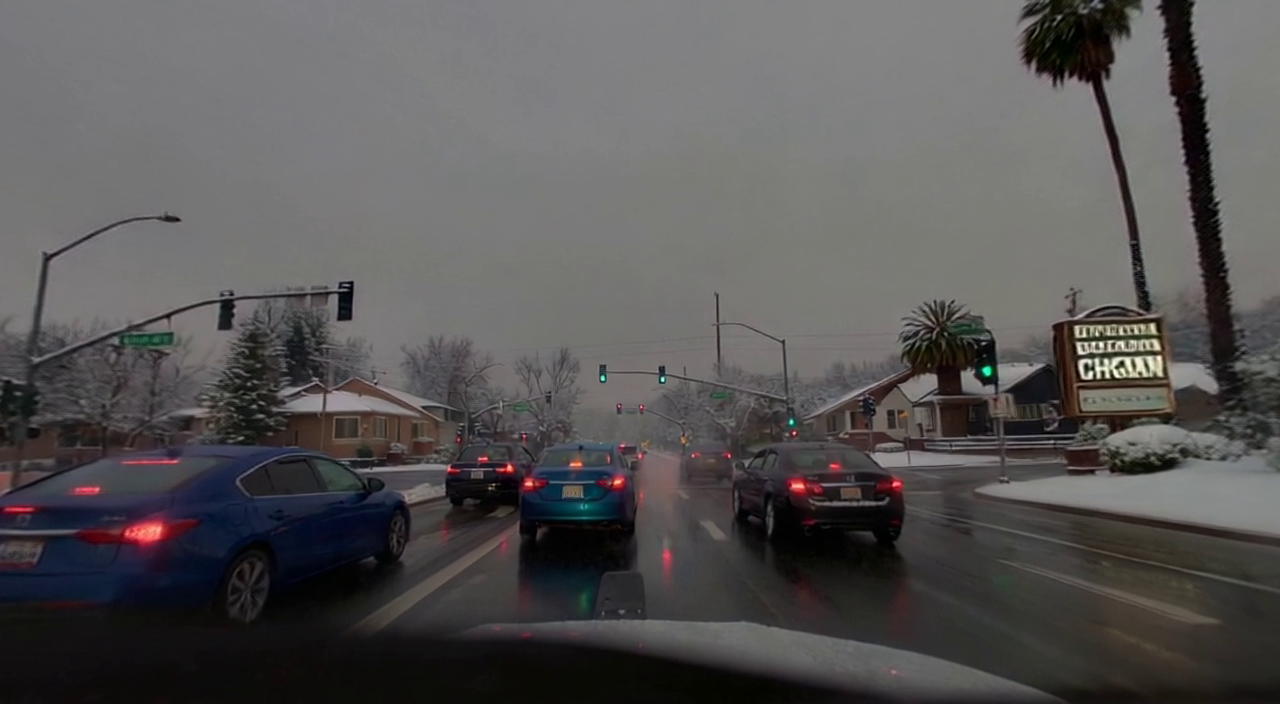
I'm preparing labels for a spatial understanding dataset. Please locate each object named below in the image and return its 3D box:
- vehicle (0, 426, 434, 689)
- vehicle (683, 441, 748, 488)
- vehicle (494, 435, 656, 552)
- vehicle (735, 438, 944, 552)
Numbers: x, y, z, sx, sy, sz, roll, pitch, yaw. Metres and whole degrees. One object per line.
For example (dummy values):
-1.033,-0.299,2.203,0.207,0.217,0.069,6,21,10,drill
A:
-3.694,1.505,5.885,2.058,1.474,4.473,0,-9,0,vehicle
2.791,4.263,24.296,1.956,1.615,4.205,0,-9,-1,vehicle
-0.878,2.131,10.203,2.104,1.500,3.815,0,-8,-1,vehicle
2.941,2.203,10.476,2.014,1.464,4.312,0,-9,-1,vehicle
